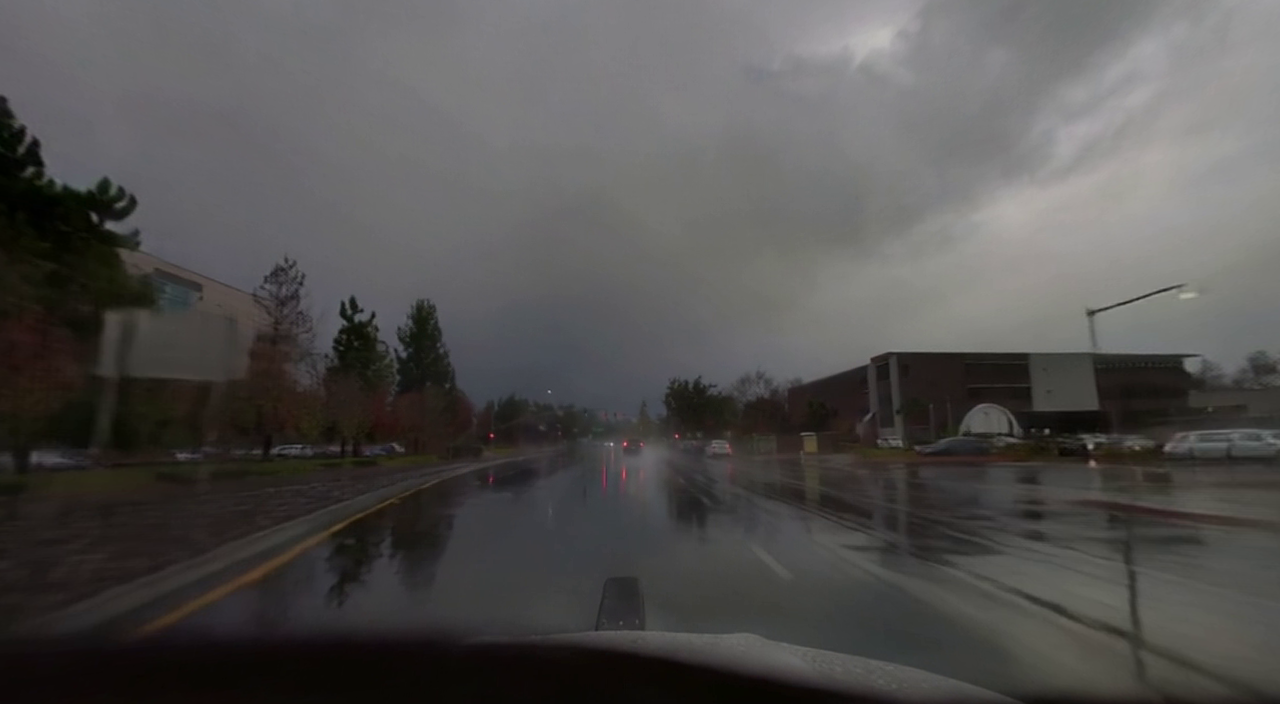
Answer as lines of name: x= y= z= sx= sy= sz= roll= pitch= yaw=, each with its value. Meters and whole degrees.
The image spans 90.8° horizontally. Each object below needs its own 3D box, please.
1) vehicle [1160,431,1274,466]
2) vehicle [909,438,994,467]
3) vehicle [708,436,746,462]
vehicle: x=30.928 y=5.200 z=33.938 sx=4.454 sy=1.778 sz=2.070 roll=1 pitch=-9 yaw=-10
vehicle: x=17.775 y=5.746 z=36.101 sx=3.923 sy=1.575 sz=1.882 roll=2 pitch=-9 yaw=-12
vehicle: x=6.252 y=7.074 z=46.017 sx=1.985 sy=1.758 sz=4.523 roll=0 pitch=-9 yaw=-2
